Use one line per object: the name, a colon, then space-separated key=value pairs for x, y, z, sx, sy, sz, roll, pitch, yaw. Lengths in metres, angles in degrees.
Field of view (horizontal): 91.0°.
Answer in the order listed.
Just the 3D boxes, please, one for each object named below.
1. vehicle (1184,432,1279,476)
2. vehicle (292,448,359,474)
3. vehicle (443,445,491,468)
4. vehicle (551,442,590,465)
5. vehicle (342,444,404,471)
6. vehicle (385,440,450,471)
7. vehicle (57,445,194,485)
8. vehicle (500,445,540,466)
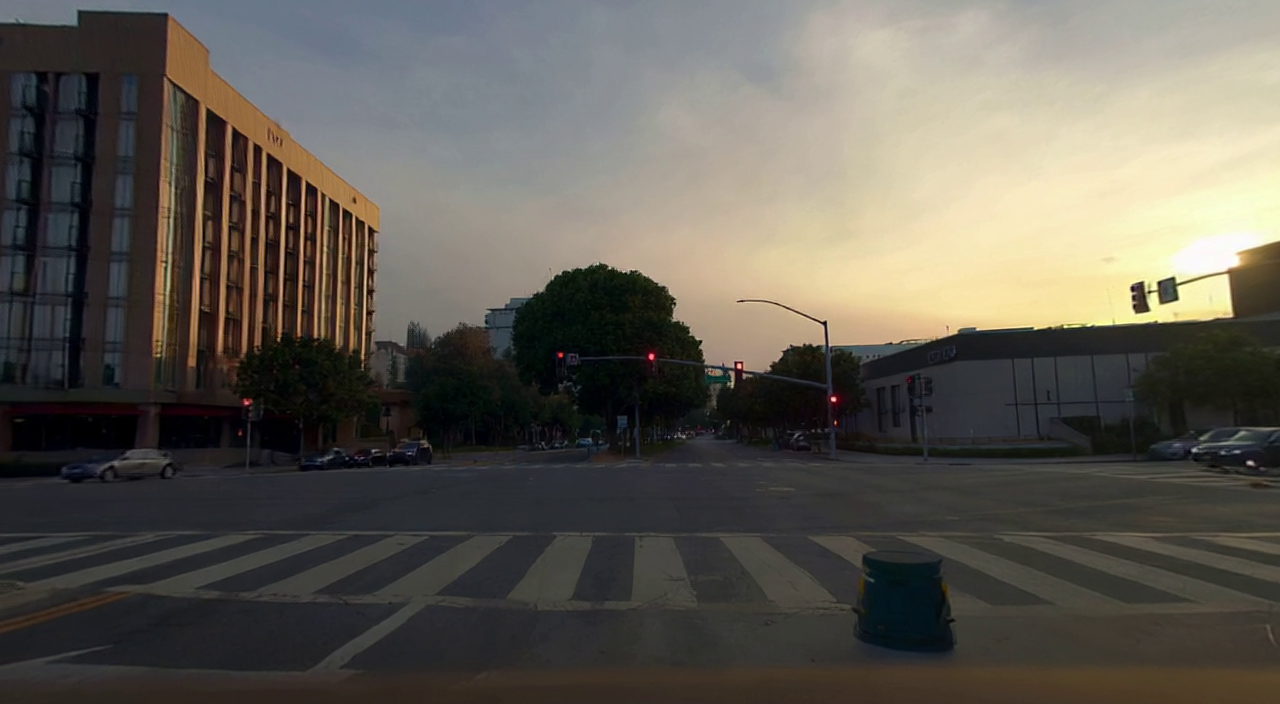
vehicle: x=22.315 y=3.582 z=22.238 sx=4.474 sy=1.477 sz=1.908 roll=0 pitch=-9 yaw=-3
vehicle: x=-21.506 y=7.445 z=43.278 sx=1.929 sy=1.619 sz=4.577 roll=-1 pitch=-9 yaw=5
vehicle: x=-11.634 y=7.066 z=42.696 sx=1.911 sy=1.476 sz=4.297 roll=-1 pitch=-9 yaw=2
vehicle: x=-4.529 y=6.723 z=41.682 sx=1.954 sy=1.431 sz=4.050 roll=-1 pitch=-9 yaw=2
vehicle: x=-18.558 y=7.342 z=43.994 sx=2.237 sy=1.801 sz=4.541 roll=0 pitch=-9 yaw=1
vehicle: x=-15.141 y=7.034 z=43.151 sx=2.340 sy=1.946 sz=5.450 roll=0 pitch=-9 yaw=2
vehicle: x=-26.121 y=5.696 z=32.178 sx=2.032 sy=1.839 sz=4.884 roll=-5 pitch=-10 yaw=31
vehicle: x=-8.096 y=7.007 z=42.616 sx=1.910 sy=1.321 sz=3.692 roll=0 pitch=-9 yaw=1
